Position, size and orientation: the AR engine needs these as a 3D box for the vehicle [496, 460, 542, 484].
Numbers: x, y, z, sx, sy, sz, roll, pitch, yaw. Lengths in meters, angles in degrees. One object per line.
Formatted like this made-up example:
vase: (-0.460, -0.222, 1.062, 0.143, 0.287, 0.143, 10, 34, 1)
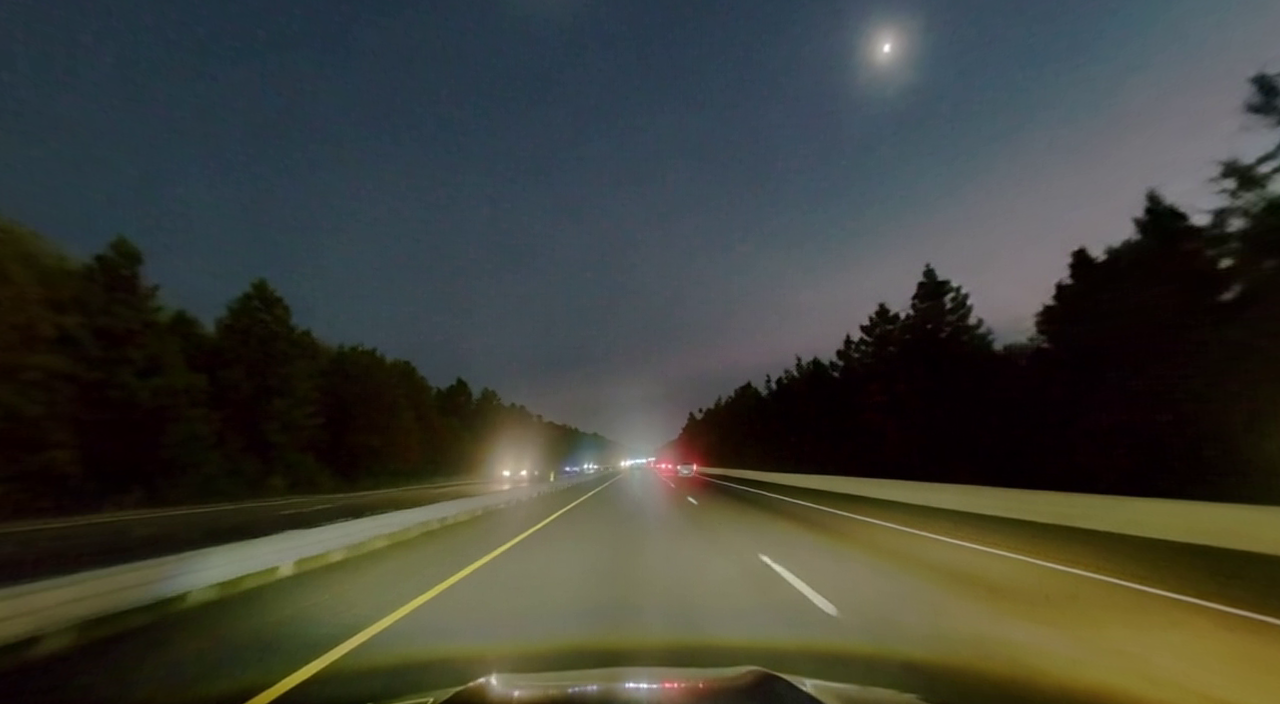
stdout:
vehicle: (-7.854, 7.837, 41.189, 2.049, 1.456, 4.249, 0, -10, 2)
